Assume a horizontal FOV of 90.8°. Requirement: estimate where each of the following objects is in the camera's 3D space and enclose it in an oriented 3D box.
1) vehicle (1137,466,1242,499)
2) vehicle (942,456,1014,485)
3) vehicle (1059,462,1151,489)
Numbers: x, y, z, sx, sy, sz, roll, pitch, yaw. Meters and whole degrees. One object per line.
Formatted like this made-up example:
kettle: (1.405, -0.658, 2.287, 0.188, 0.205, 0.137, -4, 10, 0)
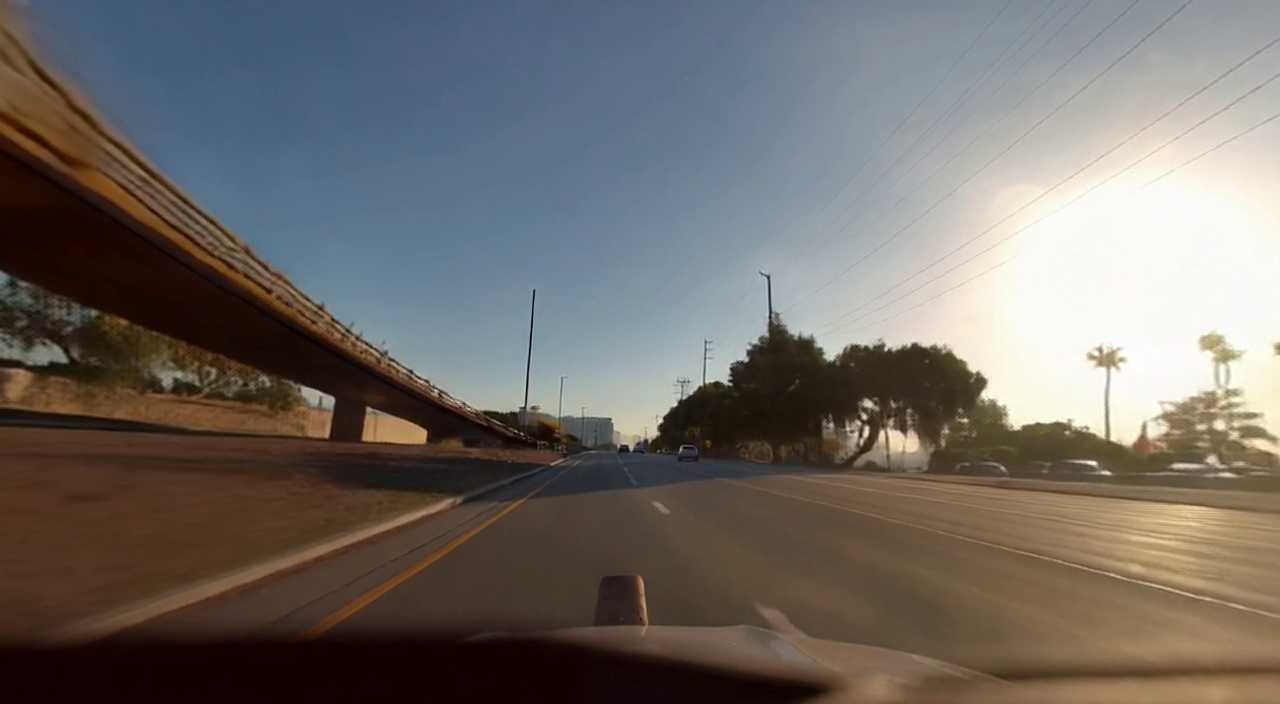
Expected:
vehicle: (29.970, 7.070, 34.490, 4.118, 1.676, 1.948, 1, -10, -9)
vehicle: (21.187, 7.538, 39.824, 1.789, 1.539, 4.303, 0, -14, -5)
vehicle: (27.033, 7.192, 36.768, 4.057, 1.399, 1.750, 0, -11, -7)
